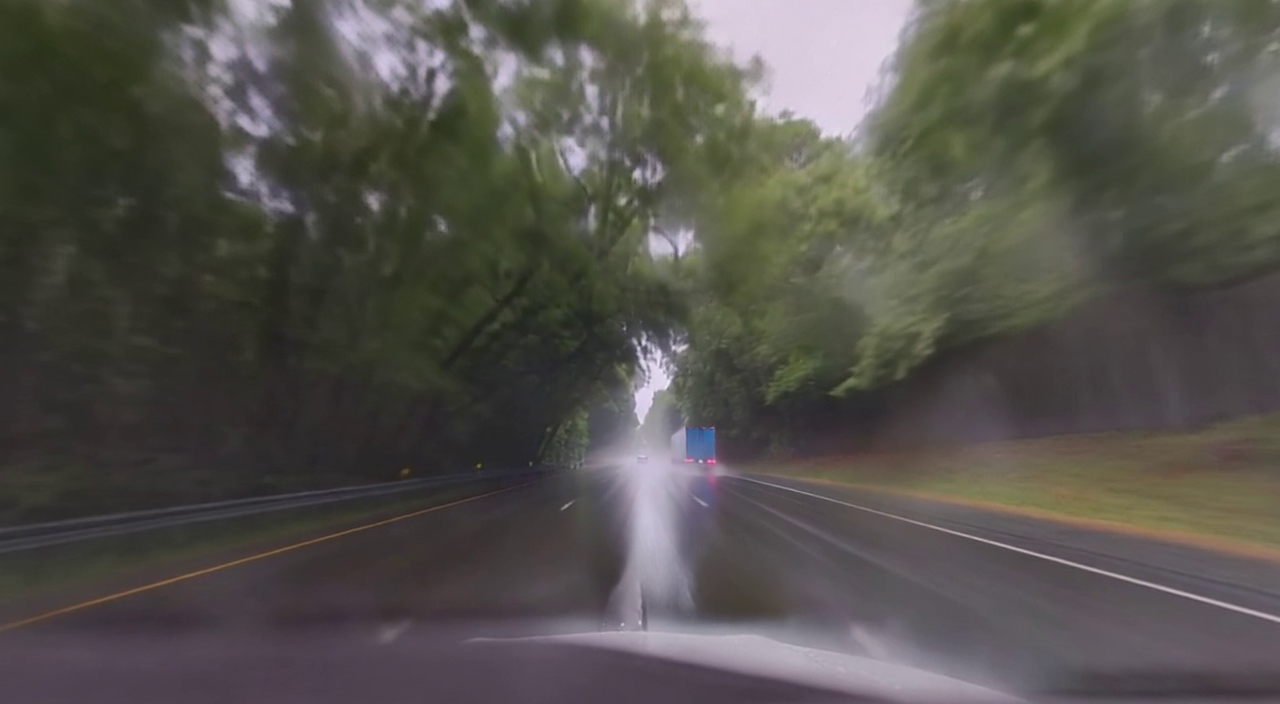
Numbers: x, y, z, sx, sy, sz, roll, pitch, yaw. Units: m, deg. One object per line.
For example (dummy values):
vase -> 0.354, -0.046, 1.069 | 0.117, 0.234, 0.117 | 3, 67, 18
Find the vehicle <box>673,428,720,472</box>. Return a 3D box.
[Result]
vehicle -> 3.764, 6.734, 43.311 | 2.572, 2.795, 5.978 | 0, -9, -1
